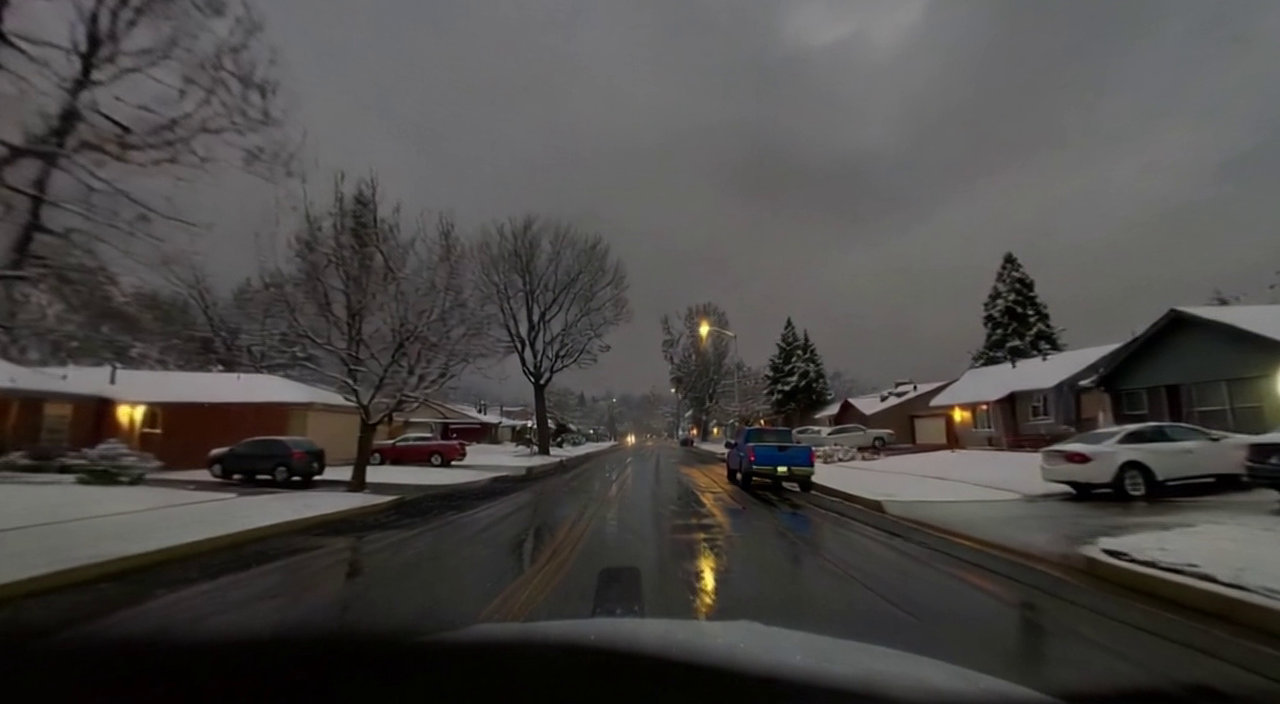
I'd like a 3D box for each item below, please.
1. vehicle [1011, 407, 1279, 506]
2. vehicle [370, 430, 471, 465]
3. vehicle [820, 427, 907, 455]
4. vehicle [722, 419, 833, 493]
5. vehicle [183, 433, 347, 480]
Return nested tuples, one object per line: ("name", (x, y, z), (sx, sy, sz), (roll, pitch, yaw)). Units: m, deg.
("vehicle", (10.842, 2.147, 13.277), (4.622, 1.505, 2.168), (-6, -8, 1))
("vehicle", (-12.015, 5.267, 34.803), (4.807, 1.846, 2.024), (-1, -9, 4))
("vehicle", (13.276, 5.331, 37.731), (4.486, 1.579, 1.880), (-1, -9, 4))
("vehicle", (4.076, 3.239, 19.975), (2.313, 1.962, 6.029), (0, -8, 2))
("vehicle", (-12.418, 3.478, 21.121), (4.225, 1.498, 1.917), (0, -8, 2))
